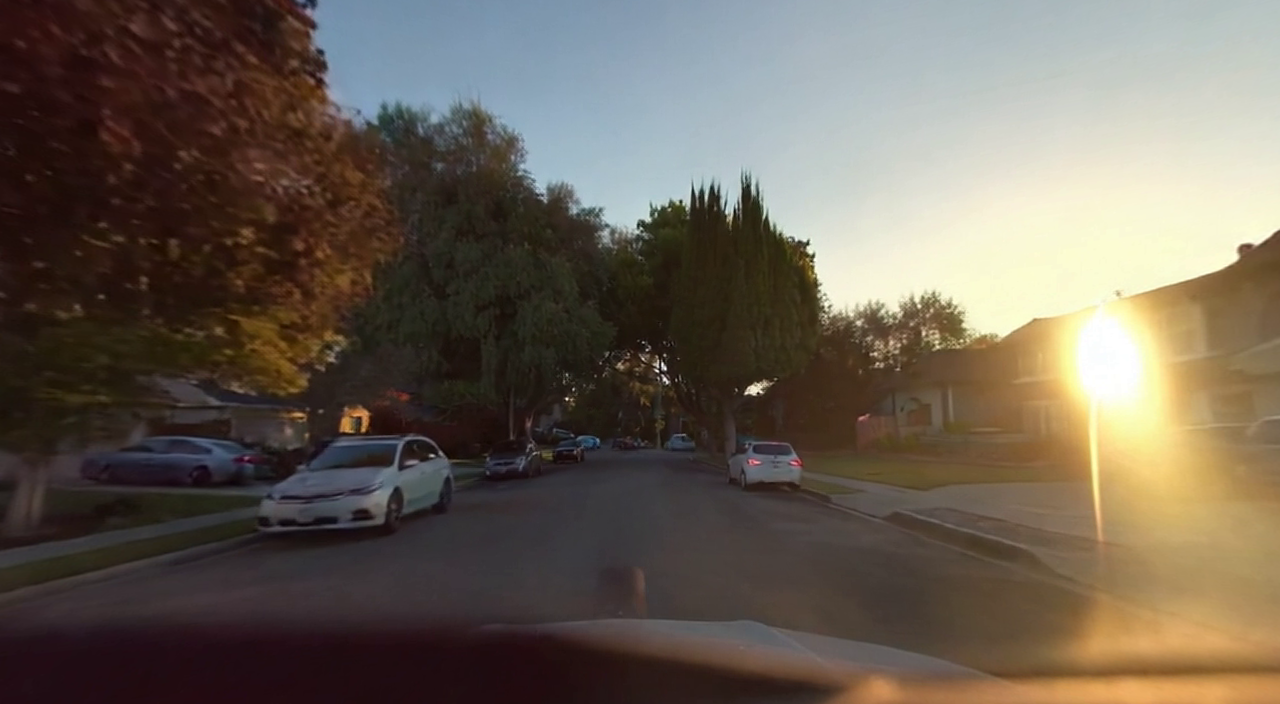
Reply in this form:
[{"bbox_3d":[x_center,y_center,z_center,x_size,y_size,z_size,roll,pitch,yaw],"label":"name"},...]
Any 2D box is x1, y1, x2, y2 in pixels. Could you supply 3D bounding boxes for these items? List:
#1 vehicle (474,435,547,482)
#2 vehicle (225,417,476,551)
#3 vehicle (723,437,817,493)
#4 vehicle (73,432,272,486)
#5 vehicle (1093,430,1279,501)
[{"bbox_3d":[-4.970,4.120,24.884,1.887,1.660,4.312,0,-8,1],"label":"vehicle"},{"bbox_3d":[-4.640,2.093,11.220,2.140,1.815,4.926,0,-6,0],"label":"vehicle"},{"bbox_3d":[3.756,3.308,18.943,1.945,1.495,3.983,0,-8,0],"label":"vehicle"},{"bbox_3d":[-13.539,3.096,18.529,4.220,1.462,1.913,0,-8,-4],"label":"vehicle"},{"bbox_3d":[12.010,2.224,12.592,4.655,1.282,1.716,0,-8,-2],"label":"vehicle"}]
